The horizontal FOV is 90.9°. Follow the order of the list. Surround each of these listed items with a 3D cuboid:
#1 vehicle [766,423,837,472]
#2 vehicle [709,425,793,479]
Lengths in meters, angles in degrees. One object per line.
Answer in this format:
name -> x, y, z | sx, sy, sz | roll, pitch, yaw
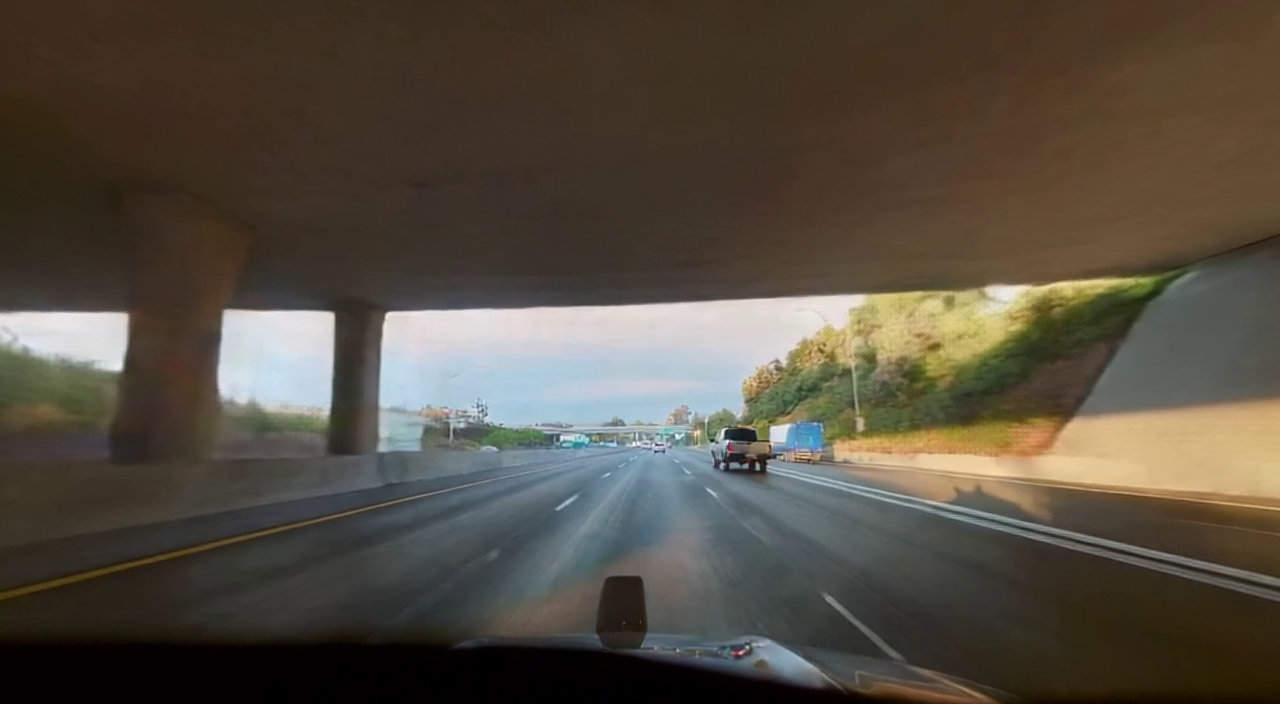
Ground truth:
vehicle -> 8.202, 4.931, 32.715 | 2.229, 2.317, 5.399 | 0, -8, 0
vehicle -> 4.528, 4.206, 26.791 | 2.505, 2.020, 5.532 | 0, -8, 0
